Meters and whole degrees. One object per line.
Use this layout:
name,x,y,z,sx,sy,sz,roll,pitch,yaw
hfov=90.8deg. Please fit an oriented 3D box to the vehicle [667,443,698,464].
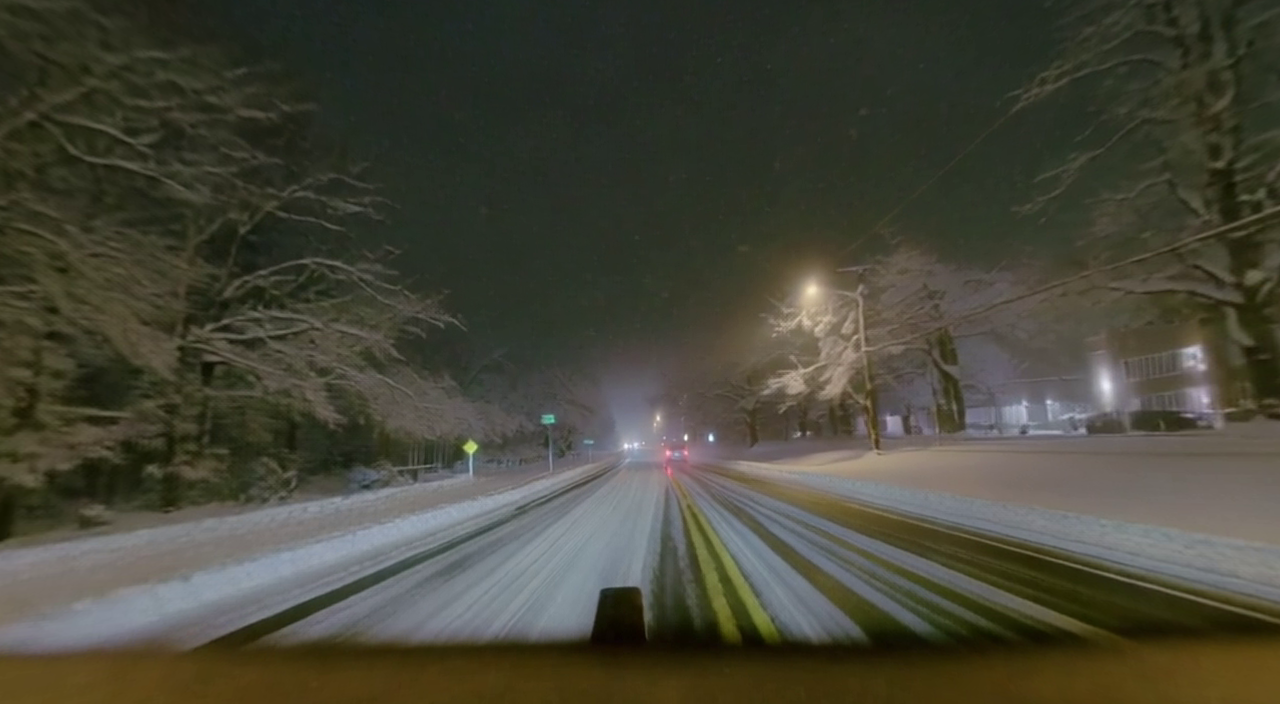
vehicle,3.146,7.667,47.747,1.925,1.488,4.271,0,-8,-1
